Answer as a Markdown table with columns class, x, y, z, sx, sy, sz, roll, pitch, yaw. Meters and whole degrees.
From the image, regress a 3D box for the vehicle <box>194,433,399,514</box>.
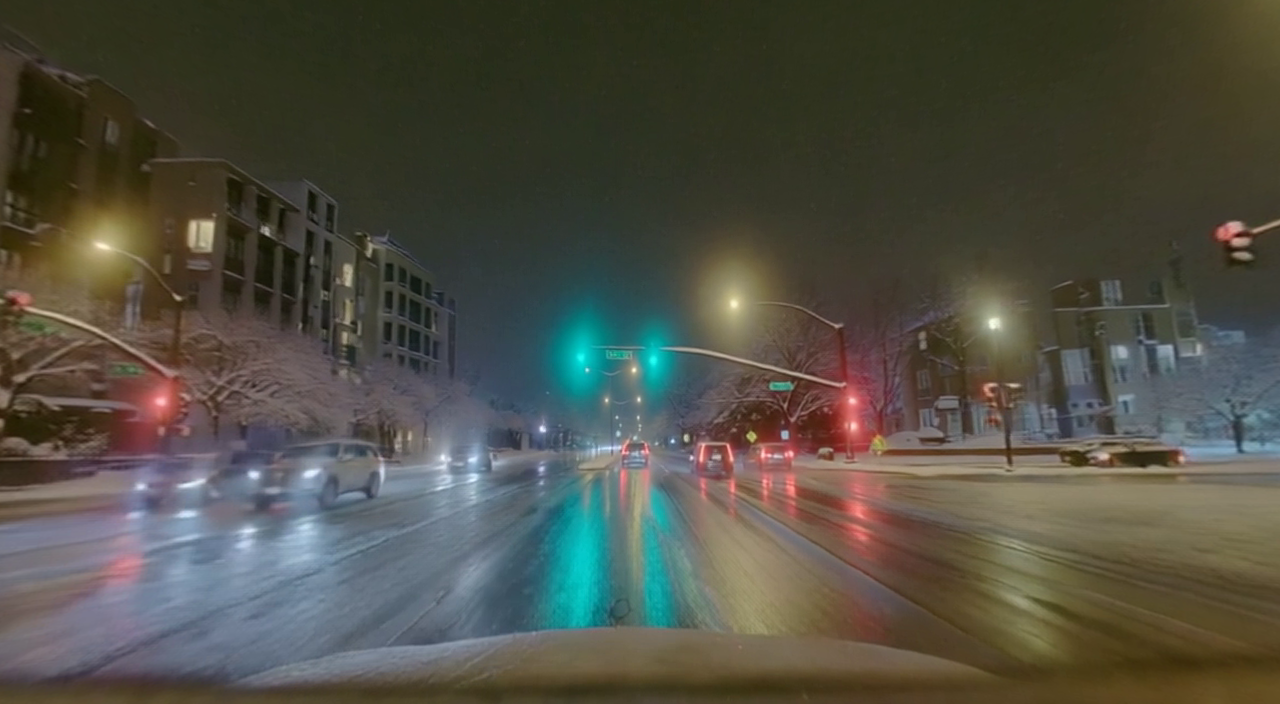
| class | x | y | z | sx | sy | sz | roll | pitch | yaw |
| --- | --- | --- | --- | --- | --- | --- | --- | --- | --- |
| vehicle | -8.572 | 3.053 | 16.490 | 2.590 | 1.769 | 4.827 | 0 | -8 | 0 |

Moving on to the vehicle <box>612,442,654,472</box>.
| class | x | y | z | sx | sy | sz | roll | pitch | yaw |
| --- | --- | --- | --- | --- | --- | --- | --- | --- | --- |
| vehicle | -0.398 | 5.669 | 34.358 | 2.143 | 1.480 | 4.006 | 0 | -8 | -1 |

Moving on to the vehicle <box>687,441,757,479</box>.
| class | x | y | z | sx | sy | sz | roll | pitch | yaw |
| --- | --- | --- | --- | --- | --- | --- | --- | --- | --- |
| vehicle | 3.394 | 4.586 | 27.135 | 2.226 | 1.490 | 4.593 | 0 | -8 | -2 |

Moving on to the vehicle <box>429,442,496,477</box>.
| class | x | y | z | sx | sy | sz | roll | pitch | yaw |
| --- | --- | --- | --- | --- | --- | --- | --- | --- | --- |
| vehicle | -9.111 | 5.529 | 32.868 | 2.160 | 1.689 | 4.451 | 0 | -8 | 0 |

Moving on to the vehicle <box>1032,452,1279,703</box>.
| class | x | y | z | sx | sy | sz | roll | pitch | yaw |
| --- | --- | --- | --- | --- | --- | --- | --- | --- | --- |
| vehicle | 3.251 | 0.896 | 1.283 | 2.080 | 1.321 | 4.382 | 0 | -8 | 0 |

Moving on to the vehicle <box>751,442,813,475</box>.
| class | x | y | z | sx | sy | sz | roll | pitch | yaw |
| --- | --- | --- | --- | --- | --- | --- | --- | --- | --- |
| vehicle | 6.816 | 5.152 | 30.854 | 1.861 | 1.473 | 4.393 | 0 | -8 | -2 |
